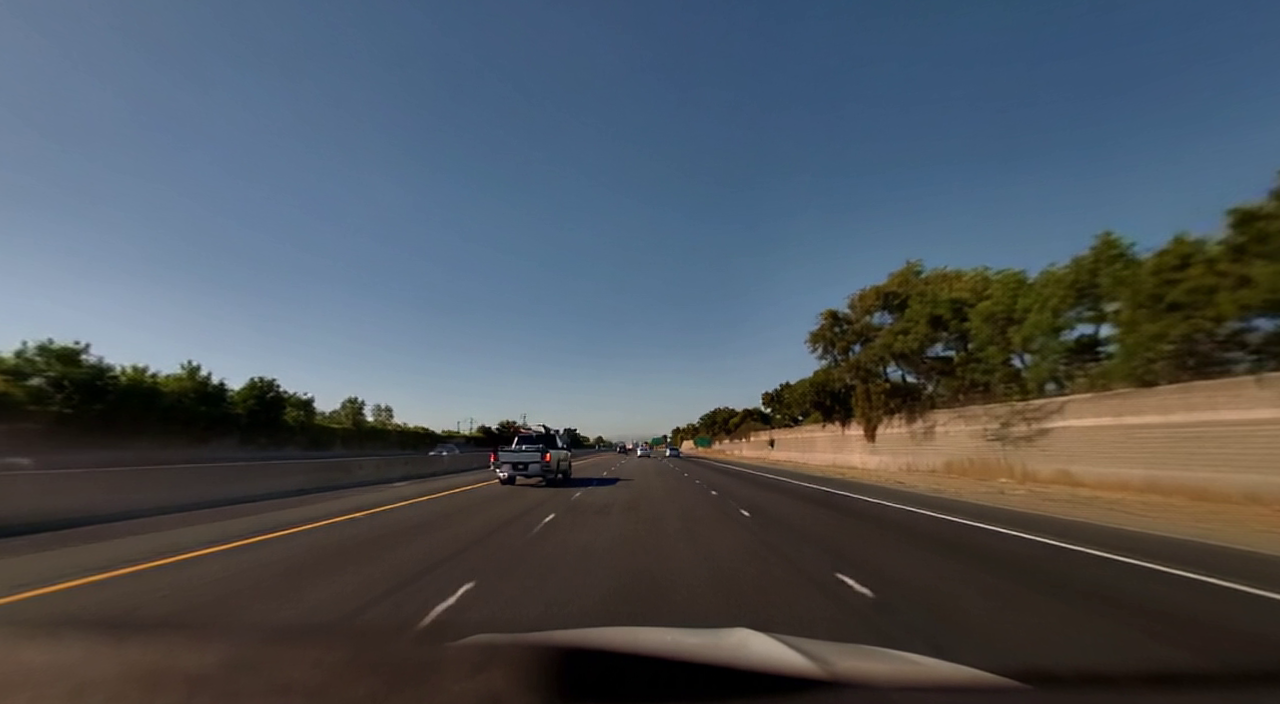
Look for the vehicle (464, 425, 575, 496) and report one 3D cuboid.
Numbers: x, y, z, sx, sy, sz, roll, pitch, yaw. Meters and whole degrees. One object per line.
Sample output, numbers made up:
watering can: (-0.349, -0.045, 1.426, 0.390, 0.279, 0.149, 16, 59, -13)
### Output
vehicle: (-3.573, 3.363, 19.974, 2.379, 1.918, 5.504, 0, -8, 1)
